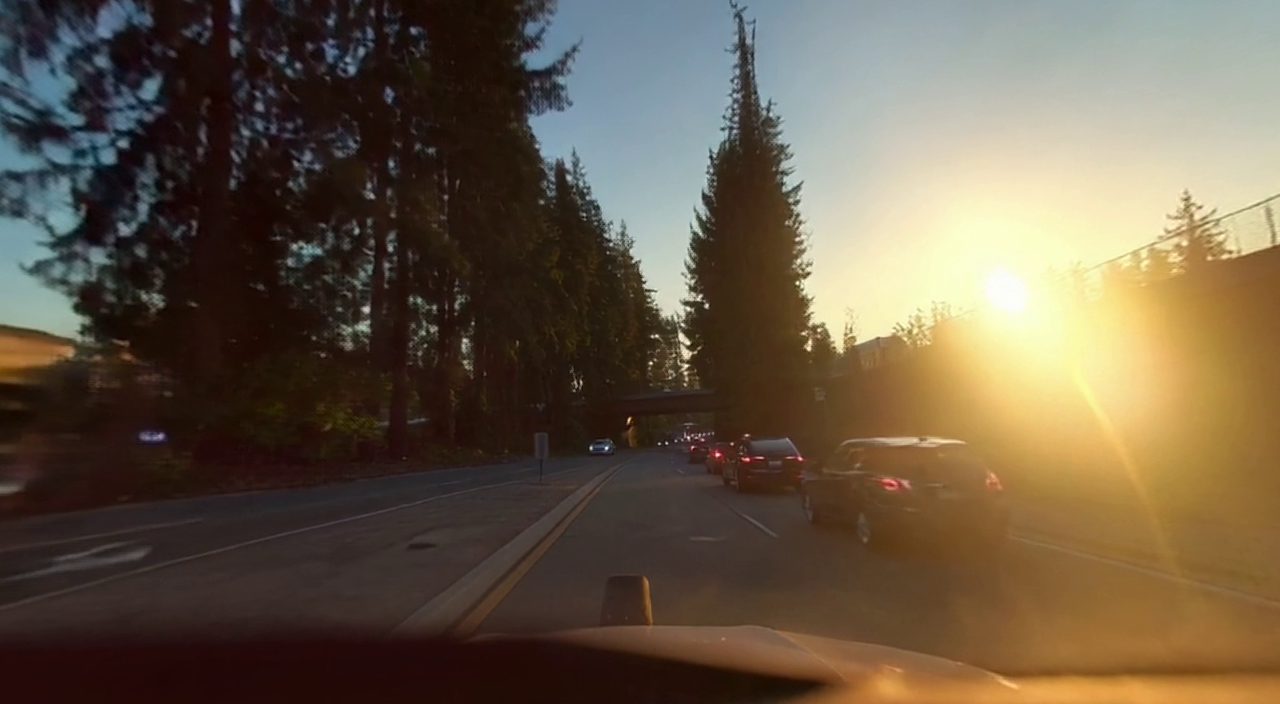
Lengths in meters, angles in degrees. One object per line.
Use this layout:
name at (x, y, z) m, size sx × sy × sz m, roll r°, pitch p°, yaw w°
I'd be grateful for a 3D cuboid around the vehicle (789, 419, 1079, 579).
vehicle at (3.655, 1.891, 8.954) m, size 1.972 × 1.682 × 4.397 m, roll 0°, pitch -9°, yaw 0°

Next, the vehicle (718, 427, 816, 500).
vehicle at (3.607, 3.261, 18.770) m, size 1.985 × 1.895 × 4.496 m, roll 0°, pitch -9°, yaw 0°
